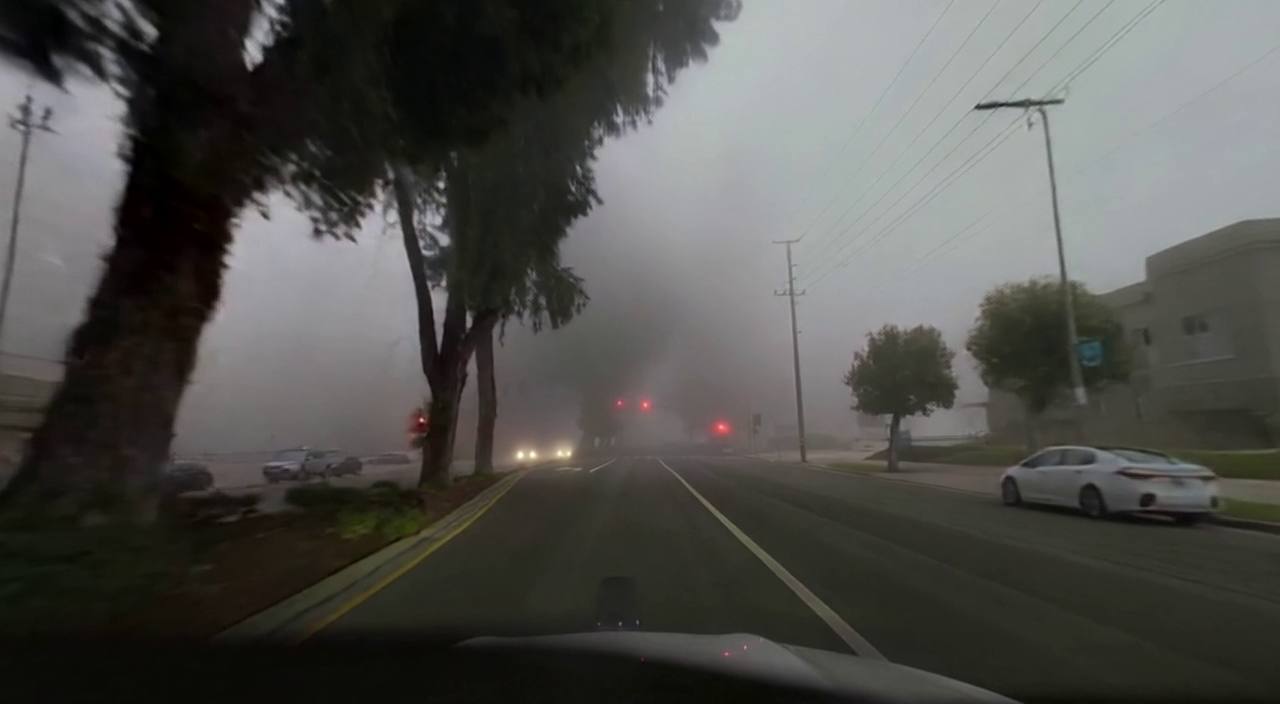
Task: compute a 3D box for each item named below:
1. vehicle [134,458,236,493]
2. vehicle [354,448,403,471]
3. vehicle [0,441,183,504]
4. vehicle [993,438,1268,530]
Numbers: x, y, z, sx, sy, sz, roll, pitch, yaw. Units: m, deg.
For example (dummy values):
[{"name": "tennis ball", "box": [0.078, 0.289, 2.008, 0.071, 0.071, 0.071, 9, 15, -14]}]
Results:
[{"name": "vehicle", "box": [-19.454, 5.288, 27.198, 1.928, 1.336, 3.353, 0, -9, -1]}, {"name": "vehicle", "box": [-19.345, 7.934, 46.926, 1.851, 1.584, 4.035, 0, -9, 0]}, {"name": "vehicle", "box": [-19.466, 4.190, 22.561, 2.085, 1.957, 5.548, 0, -9, 0]}, {"name": "vehicle", "box": [9.754, 2.623, 13.236, 1.919, 1.546, 4.730, 0, -9, -1]}]
